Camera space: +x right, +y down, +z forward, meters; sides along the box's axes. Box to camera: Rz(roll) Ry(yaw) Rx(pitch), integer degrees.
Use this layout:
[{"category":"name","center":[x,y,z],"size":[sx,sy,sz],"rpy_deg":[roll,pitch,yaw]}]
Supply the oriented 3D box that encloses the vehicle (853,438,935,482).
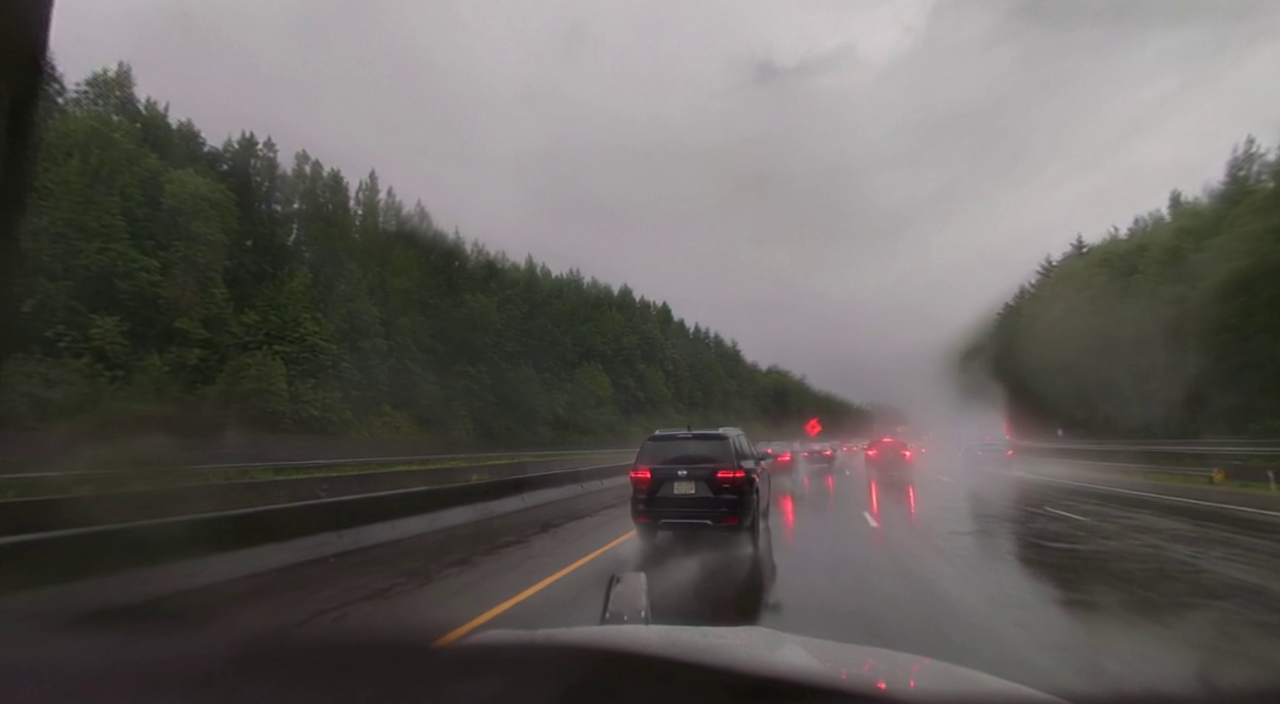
[{"category":"vehicle","center":[9.254,3.940,23.325],"size":[1.962,1.442,4.536],"rpy_deg":[-2,-8,11]}]

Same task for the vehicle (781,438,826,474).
[{"category":"vehicle","center":[7.190,4.561,27.740],"size":[1.755,1.457,3.686],"rpy_deg":[-2,-8,14]}]

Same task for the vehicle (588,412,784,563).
[{"category":"vehicle","center":[0.918,1.802,9.161],"size":[2.021,1.635,4.085],"rpy_deg":[-2,-9,16]}]

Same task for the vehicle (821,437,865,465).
[{"category":"vehicle","center":[12.308,6.027,38.353],"size":[1.857,1.584,3.976],"rpy_deg":[-1,-8,9]}]

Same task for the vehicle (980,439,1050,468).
[{"category":"vehicle","center":[20.239,5.474,34.221],"size":[1.990,1.478,4.475],"rpy_deg":[-2,-8,14]}]
